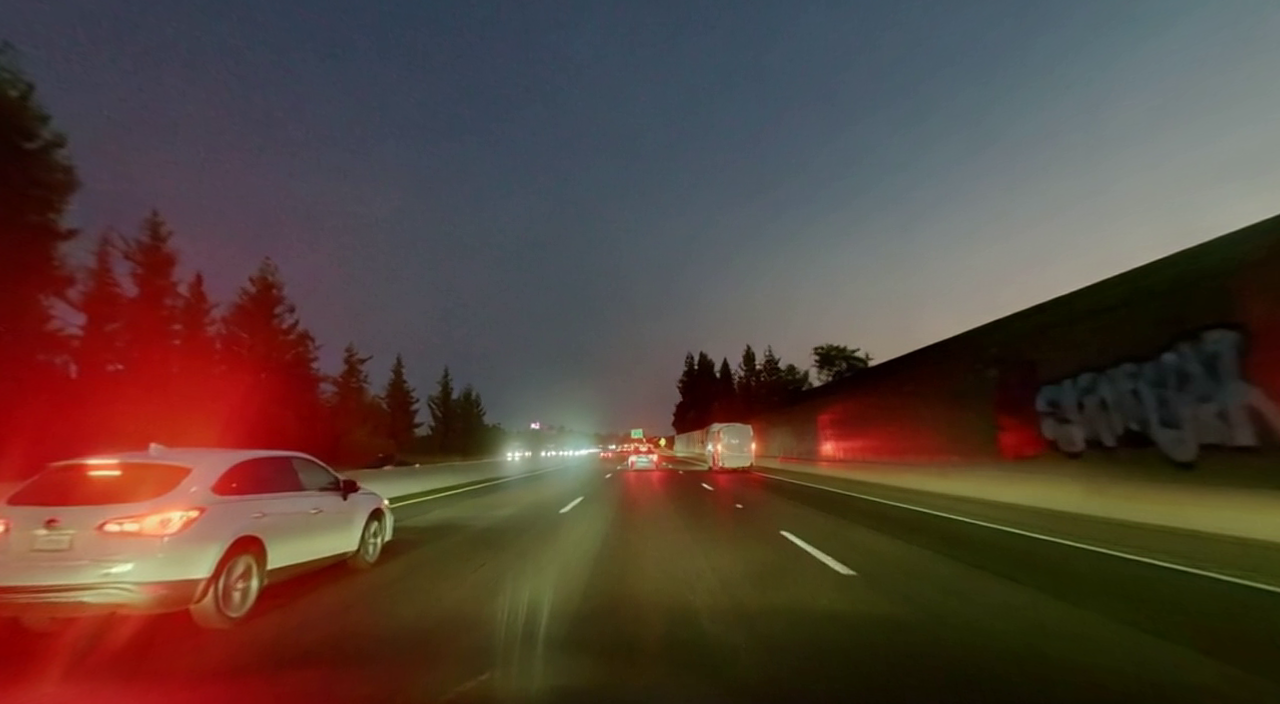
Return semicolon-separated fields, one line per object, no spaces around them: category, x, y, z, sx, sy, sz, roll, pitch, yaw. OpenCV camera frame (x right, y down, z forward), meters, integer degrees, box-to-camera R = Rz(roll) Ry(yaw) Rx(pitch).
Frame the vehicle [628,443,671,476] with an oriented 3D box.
vehicle;0.452;5.374;31.616;2.009;1.506;4.091;0;-9;1

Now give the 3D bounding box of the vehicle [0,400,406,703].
vehicle;-3.585;1.259;4.642;2.023;1.444;4.379;0;-9;0

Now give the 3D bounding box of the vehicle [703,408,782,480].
vehicle;4.545;4.291;29.216;2.549;2.931;6.310;0;-9;0
